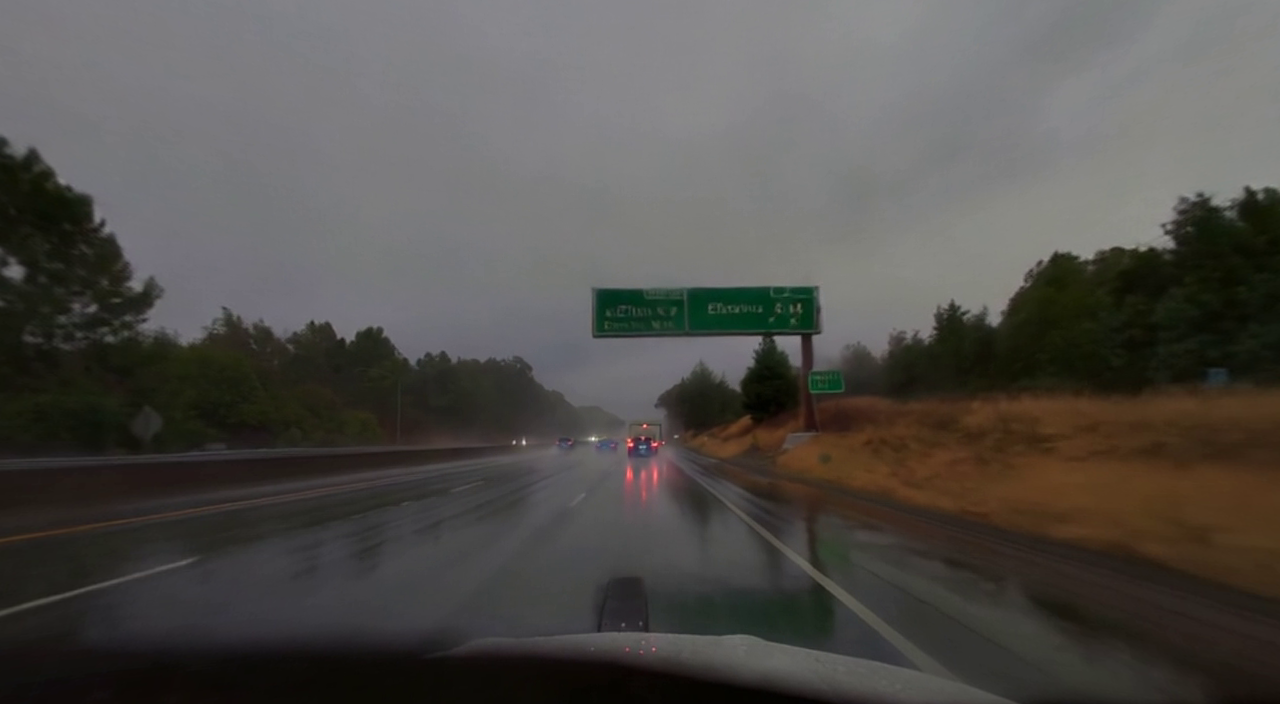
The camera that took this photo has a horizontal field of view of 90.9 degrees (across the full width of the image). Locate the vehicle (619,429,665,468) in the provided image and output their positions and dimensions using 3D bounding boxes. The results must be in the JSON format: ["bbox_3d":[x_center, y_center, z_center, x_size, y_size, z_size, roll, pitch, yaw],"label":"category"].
[{"bbox_3d":[0.133,5.221,34.145,2.309,1.915,5.130,-1,-8,1],"label":"vehicle"}]
